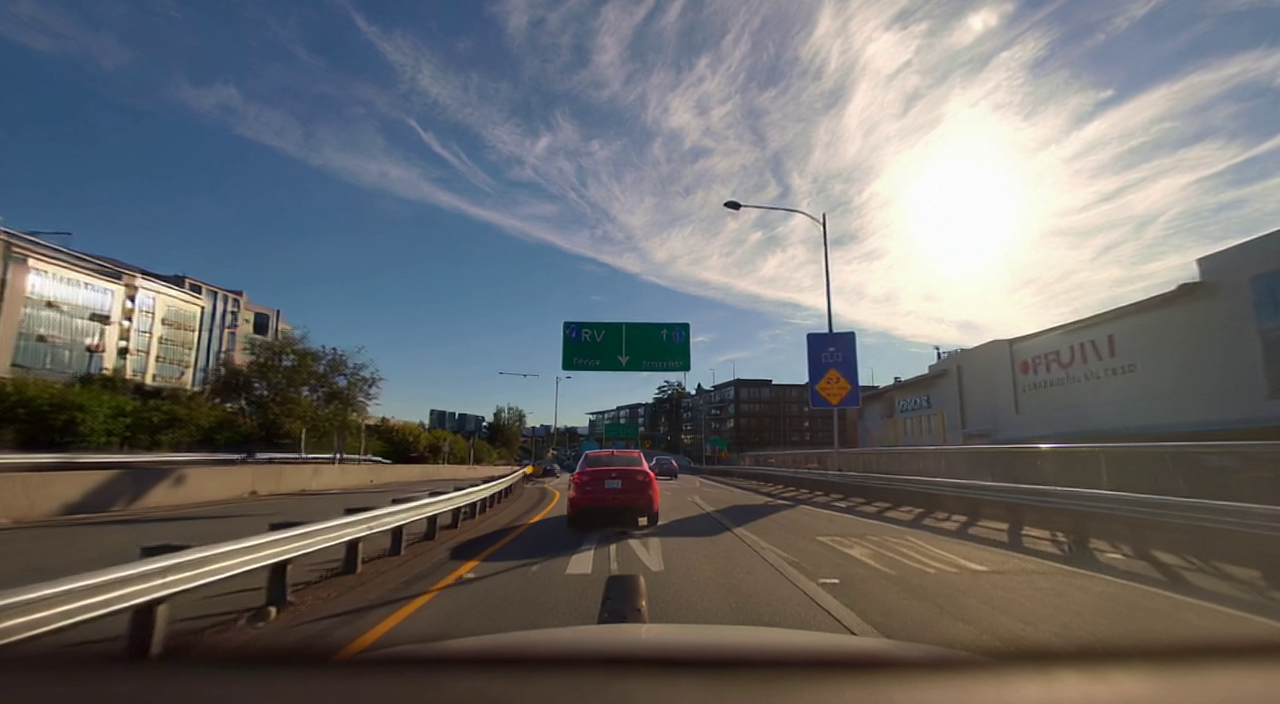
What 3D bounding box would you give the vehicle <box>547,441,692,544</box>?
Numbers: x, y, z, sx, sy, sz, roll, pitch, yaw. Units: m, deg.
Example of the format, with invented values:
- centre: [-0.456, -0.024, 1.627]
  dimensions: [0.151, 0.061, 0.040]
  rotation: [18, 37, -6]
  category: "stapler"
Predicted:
- centre: [-0.329, 2.318, 11.025]
  dimensions: [2.063, 1.442, 3.933]
  rotation: [0, -9, -1]
  category: "vehicle"
